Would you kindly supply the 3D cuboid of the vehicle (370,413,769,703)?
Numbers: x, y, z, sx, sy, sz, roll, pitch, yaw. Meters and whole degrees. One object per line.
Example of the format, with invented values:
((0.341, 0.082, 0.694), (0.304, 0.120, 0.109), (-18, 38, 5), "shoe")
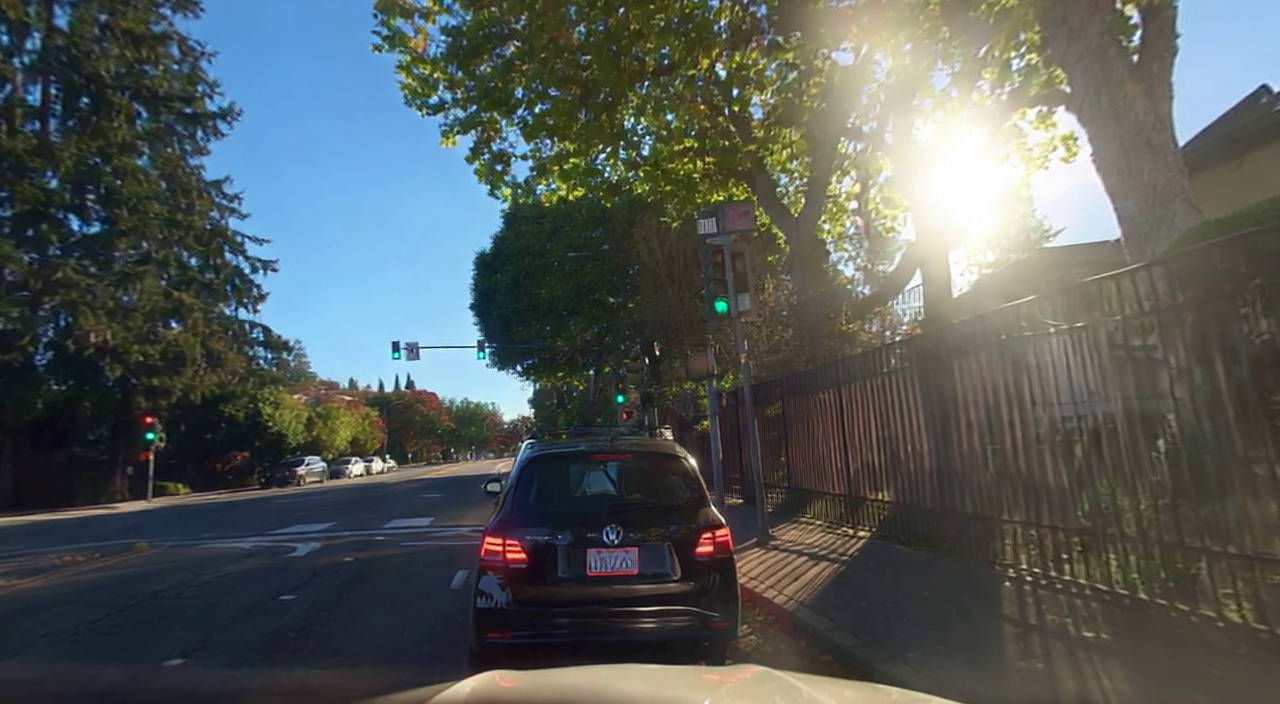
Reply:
((-0.588, 1.349, 5.134), (2.024, 1.502, 3.702), (1, -9, -8), "vehicle")
